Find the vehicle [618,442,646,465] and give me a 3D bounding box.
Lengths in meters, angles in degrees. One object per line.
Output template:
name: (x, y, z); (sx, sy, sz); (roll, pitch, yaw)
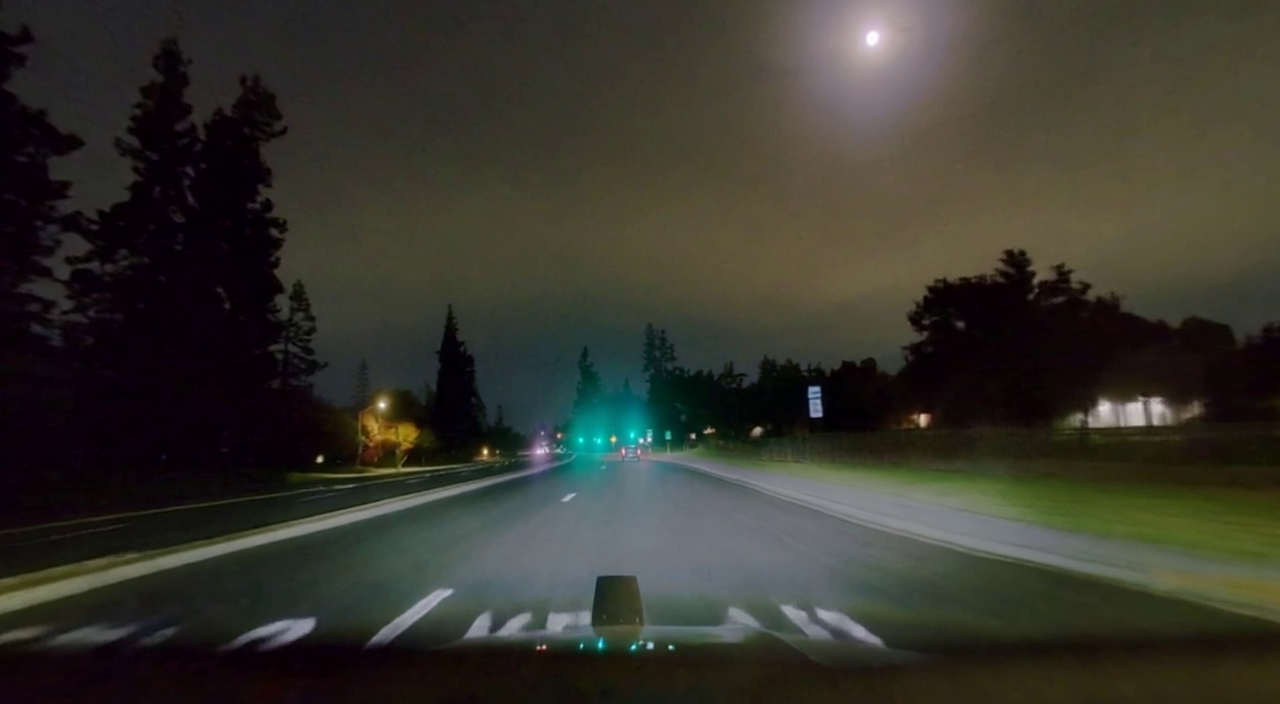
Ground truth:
vehicle: (-0.613, 7.628, 47.503); (2.045, 1.613, 4.210); (0, -8, -1)
